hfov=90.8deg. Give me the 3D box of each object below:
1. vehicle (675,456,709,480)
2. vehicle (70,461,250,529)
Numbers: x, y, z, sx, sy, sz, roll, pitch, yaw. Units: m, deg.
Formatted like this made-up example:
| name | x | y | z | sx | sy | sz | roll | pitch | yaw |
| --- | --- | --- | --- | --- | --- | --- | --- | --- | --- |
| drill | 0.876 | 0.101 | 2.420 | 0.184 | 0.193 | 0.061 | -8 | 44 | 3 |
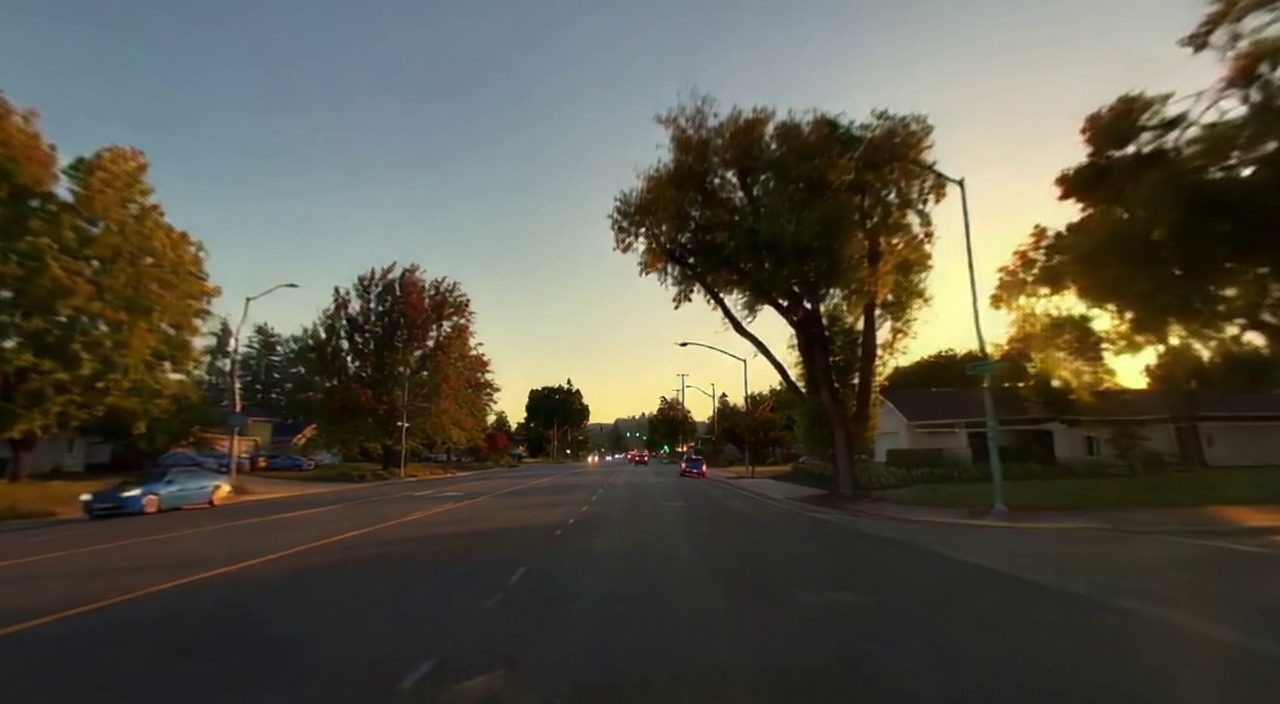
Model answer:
| name | x | y | z | sx | sy | sz | roll | pitch | yaw |
| --- | --- | --- | --- | --- | --- | --- | --- | --- | --- |
| vehicle | 3.523 | 7.894 | 43.286 | 1.942 | 1.502 | 4.244 | 0 | -9 | -1 |
| vehicle | -13.885 | 4.112 | 18.696 | 1.941 | 1.501 | 4.432 | -3 | -8 | -1 |
